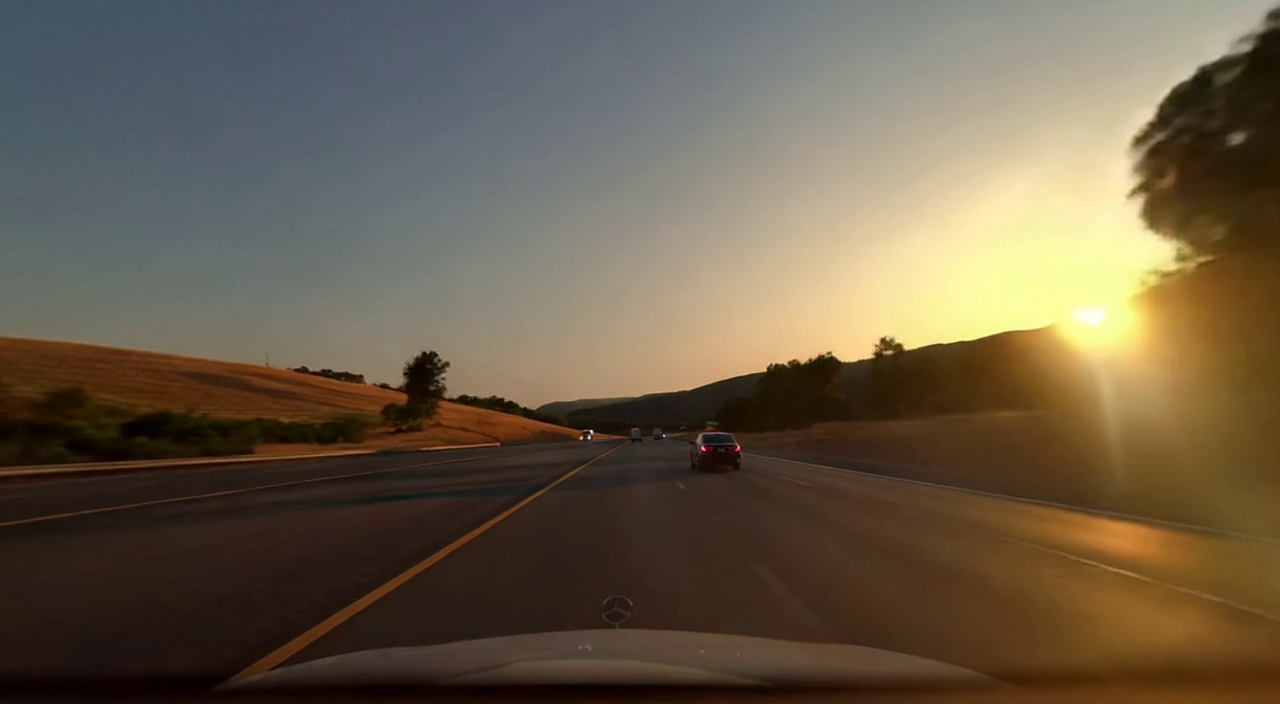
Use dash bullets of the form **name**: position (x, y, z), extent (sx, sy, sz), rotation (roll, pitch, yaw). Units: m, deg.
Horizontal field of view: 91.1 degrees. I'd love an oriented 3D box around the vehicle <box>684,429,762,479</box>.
- **vehicle**: position (2.817, 3.599, 22.450), extent (2.084, 1.583, 4.420), rotation (0, -8, -1)
